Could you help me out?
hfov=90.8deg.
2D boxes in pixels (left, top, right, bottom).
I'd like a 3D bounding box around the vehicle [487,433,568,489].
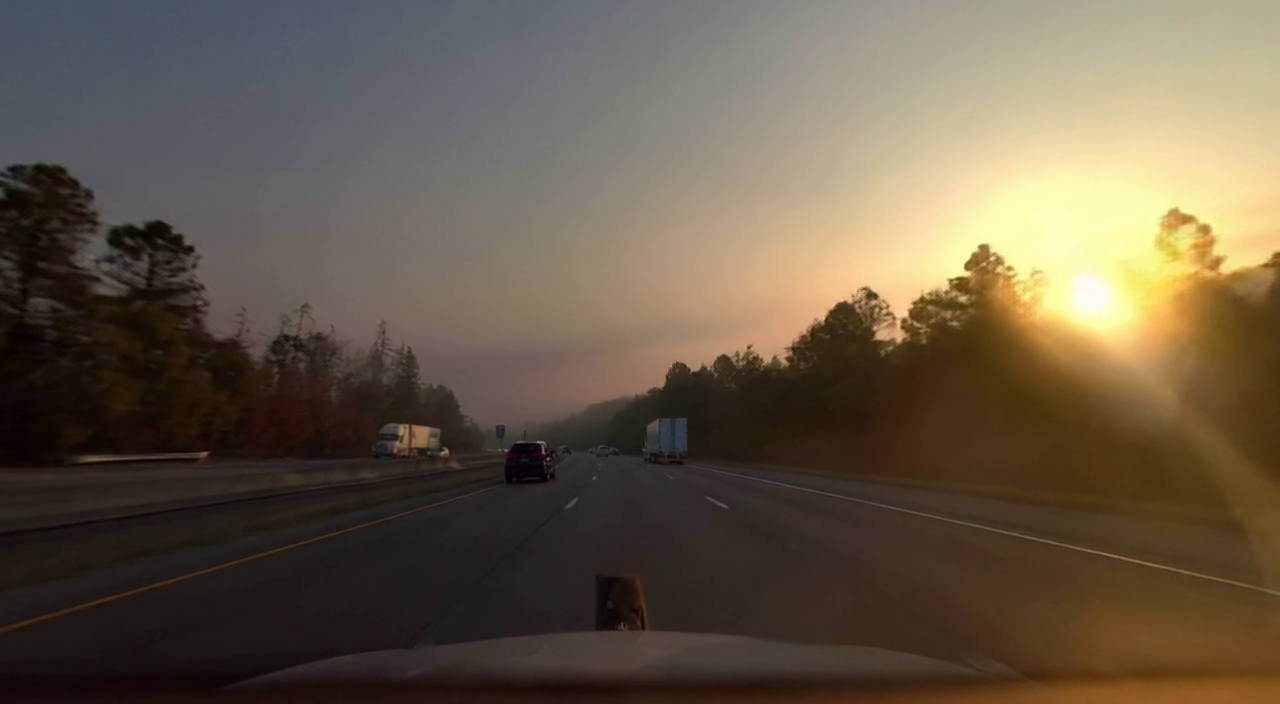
[{"bbox_3d":[-4.206,4.184,24.479,2.337,1.942,4.984,0,-9,-2],"label":"vehicle"}]
